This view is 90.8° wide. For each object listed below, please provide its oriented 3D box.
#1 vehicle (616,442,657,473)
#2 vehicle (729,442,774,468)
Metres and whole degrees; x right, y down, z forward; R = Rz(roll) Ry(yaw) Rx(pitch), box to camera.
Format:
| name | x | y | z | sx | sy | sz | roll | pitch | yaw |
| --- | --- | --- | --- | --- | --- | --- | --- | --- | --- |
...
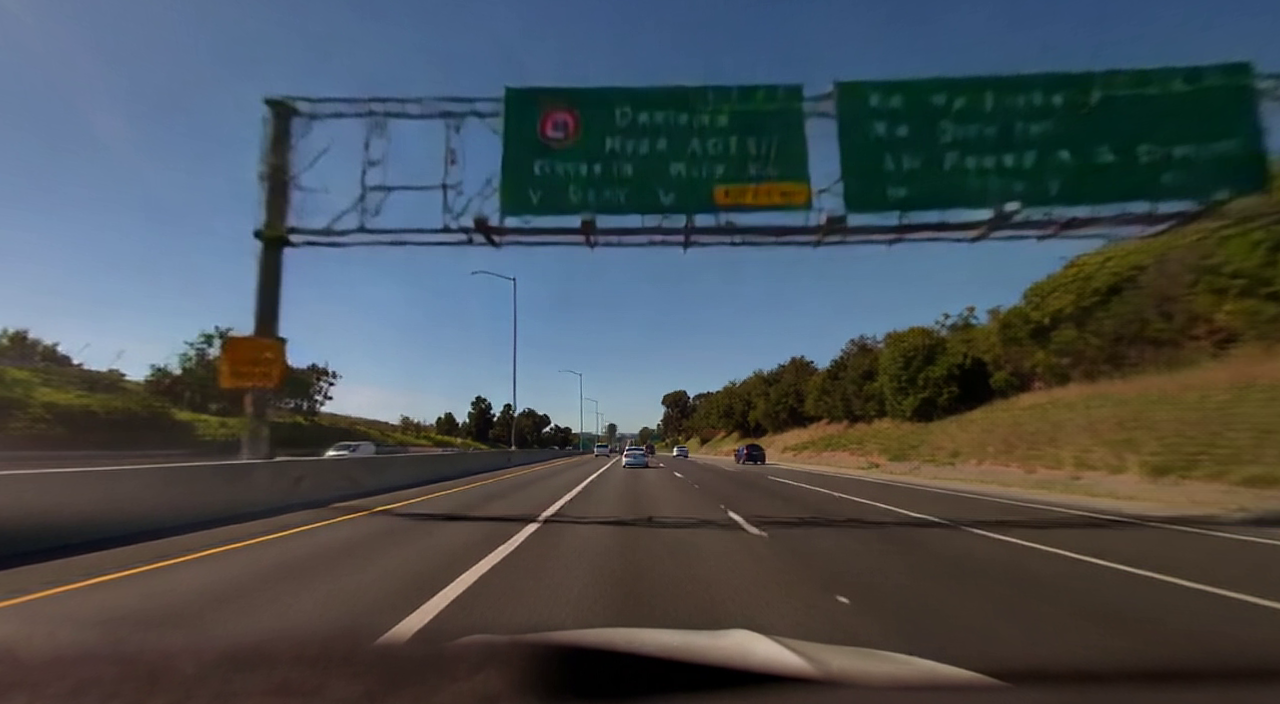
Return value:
| name | x | y | z | sx | sy | sz | roll | pitch | yaw |
| --- | --- | --- | --- | --- | --- | --- | --- | --- | --- |
| vehicle | -0.214 | 5.406 | 32.552 | 1.985 | 1.457 | 4.227 | 0 | -9 | -1 |
| vehicle | 6.995 | 6.498 | 39.948 | 1.935 | 1.478 | 4.433 | 0 | -9 | -1 |
